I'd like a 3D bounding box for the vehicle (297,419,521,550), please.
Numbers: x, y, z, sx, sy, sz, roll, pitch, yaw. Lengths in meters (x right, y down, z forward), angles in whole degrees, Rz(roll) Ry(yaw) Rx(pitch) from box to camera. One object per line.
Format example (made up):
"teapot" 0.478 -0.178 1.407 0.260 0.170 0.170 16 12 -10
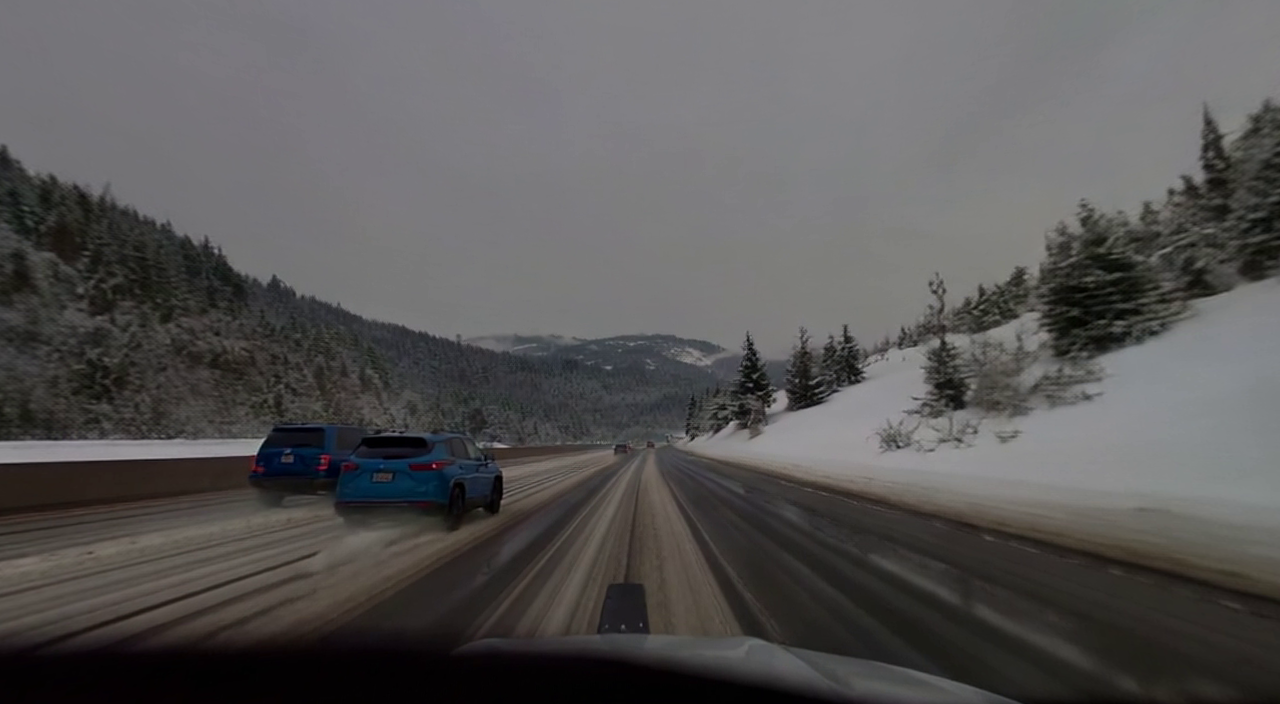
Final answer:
"vehicle" -3.377 2.033 10.311 1.983 1.663 4.290 0 -9 1
